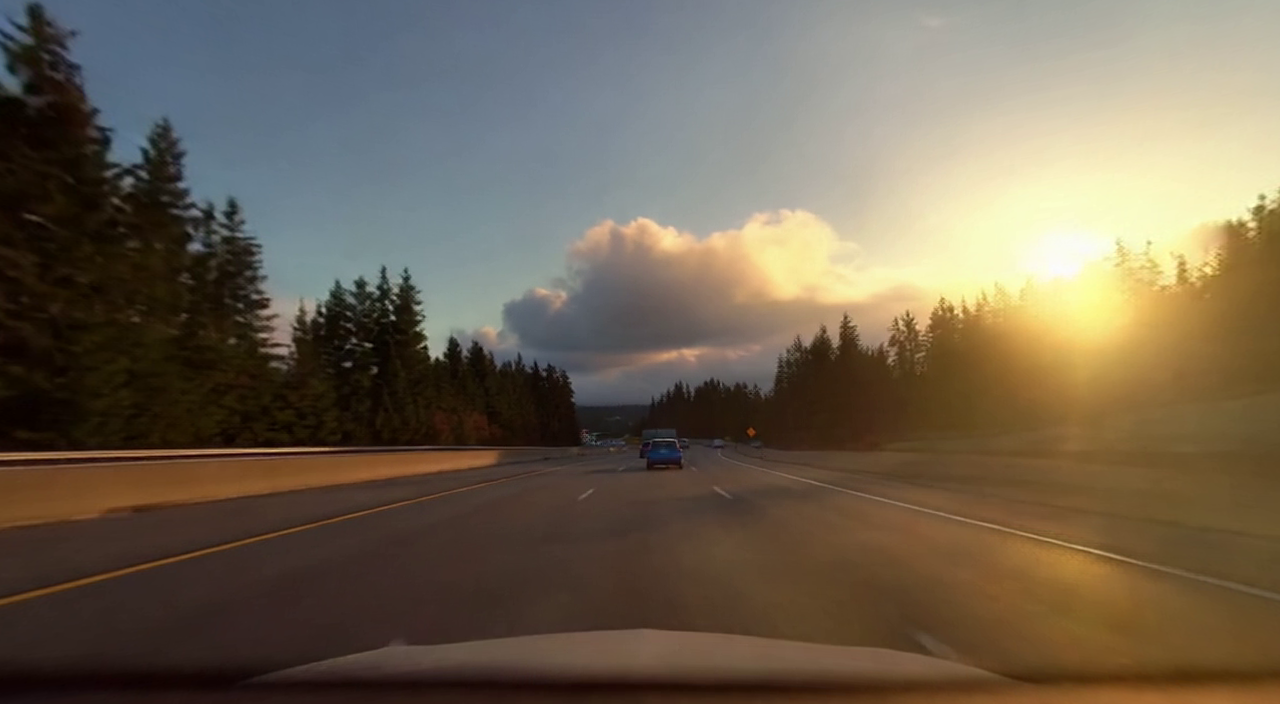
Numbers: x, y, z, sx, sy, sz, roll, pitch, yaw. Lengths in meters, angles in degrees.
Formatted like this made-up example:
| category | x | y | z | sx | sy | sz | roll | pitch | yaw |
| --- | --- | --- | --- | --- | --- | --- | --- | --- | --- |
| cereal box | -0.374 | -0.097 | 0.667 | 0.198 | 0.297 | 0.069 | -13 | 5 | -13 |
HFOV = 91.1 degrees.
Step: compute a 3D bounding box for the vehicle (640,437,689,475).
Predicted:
| category | x | y | z | sx | sy | sz | roll | pitch | yaw |
| --- | --- | --- | --- | --- | --- | --- | --- | --- | --- |
| vehicle | 1.129 | 4.882 | 29.701 | 2.133 | 1.686 | 4.203 | 0 | -8 | 2 |
